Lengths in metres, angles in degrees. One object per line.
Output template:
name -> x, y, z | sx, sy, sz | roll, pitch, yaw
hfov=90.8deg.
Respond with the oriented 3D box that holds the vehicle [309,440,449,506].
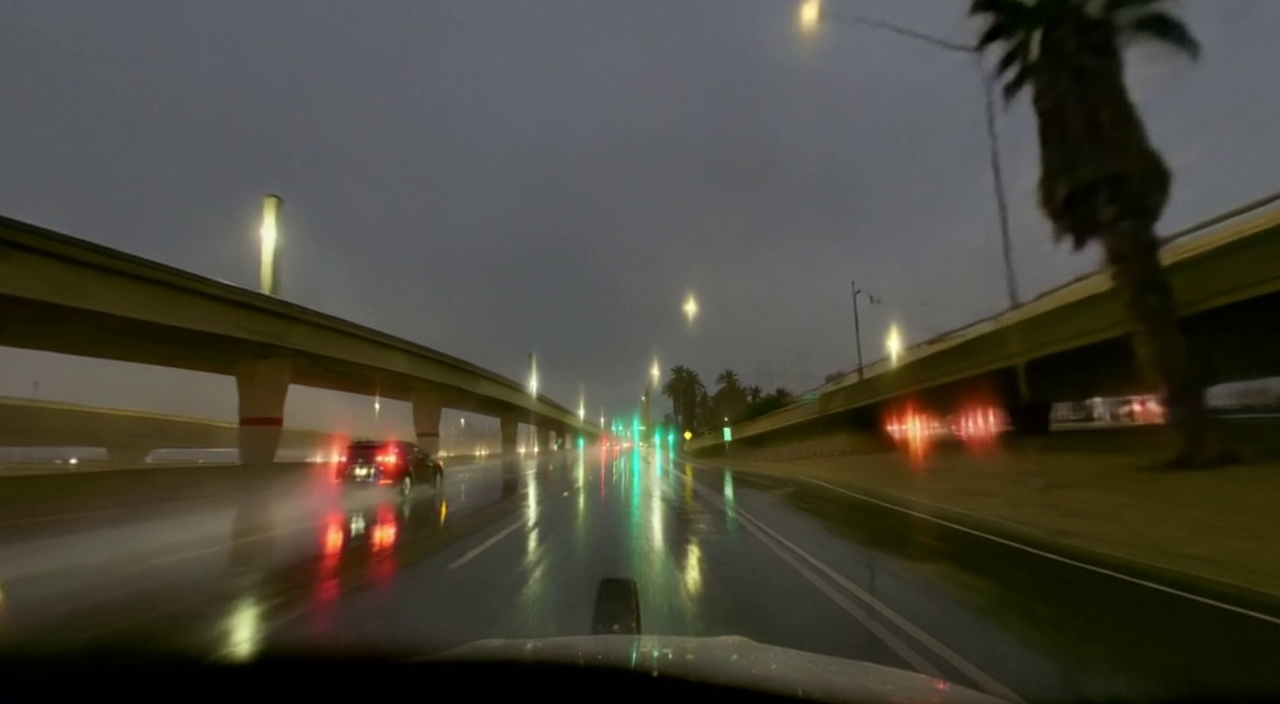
vehicle -> -6.781, 3.160, 16.996 | 1.914, 1.503, 4.268 | 0, -8, 0
